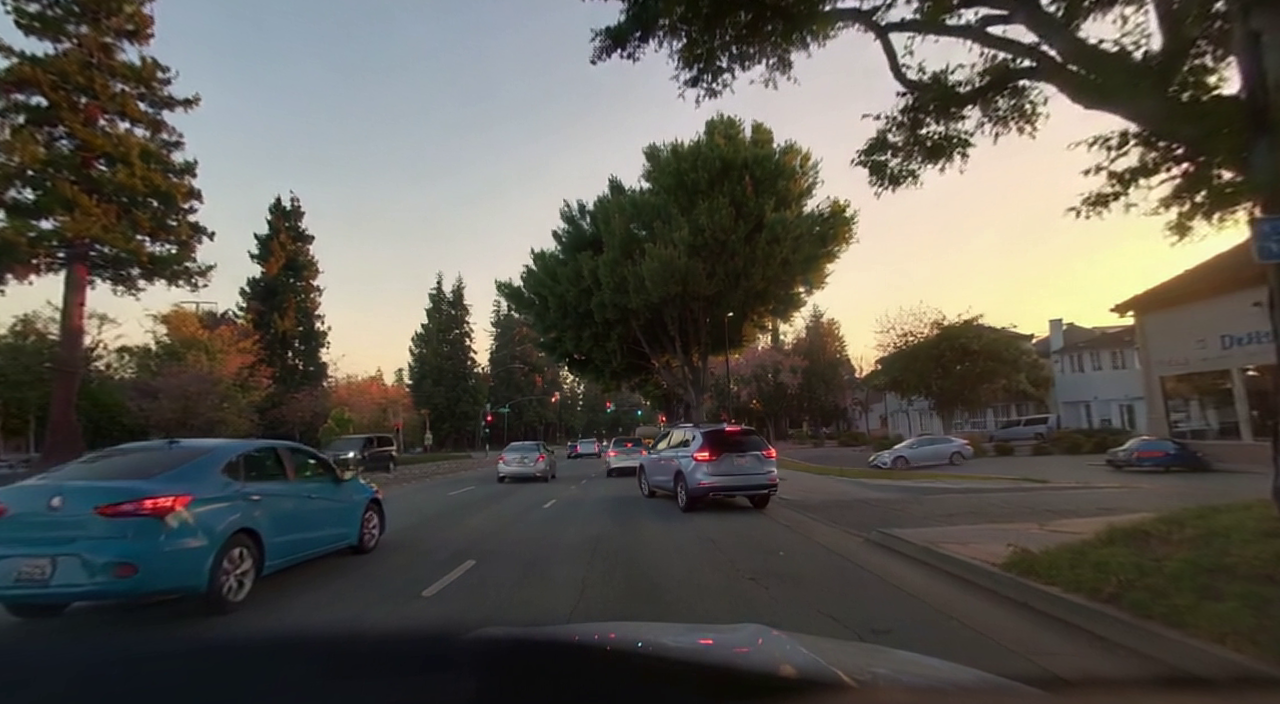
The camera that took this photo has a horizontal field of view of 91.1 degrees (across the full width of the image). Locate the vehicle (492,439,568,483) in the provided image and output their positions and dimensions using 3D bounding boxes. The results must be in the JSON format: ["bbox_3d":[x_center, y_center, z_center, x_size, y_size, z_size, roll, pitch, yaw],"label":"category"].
[{"bbox_3d":[-3.925,3.968,23.115,2.042,1.470,4.123,0,-8,0],"label":"vehicle"}]

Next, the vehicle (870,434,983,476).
[{"bbox_3d":[12.312,4.460,27.129,3.871,1.525,1.835,-3,-9,0],"label":"vehicle"}]

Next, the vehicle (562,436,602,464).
[{"bbox_3d":[-3.619,6.245,40.013,2.053,1.652,3.873,0,-8,2],"label":"vehicle"}]

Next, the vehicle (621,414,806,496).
[{"bbox_3d":[1.956,2.811,17.416,4.642,1.955,2.052,-6,-10,35],"label":"vehicle"}]

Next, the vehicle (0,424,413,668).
[{"bbox_3d":[-4.032,1.499,6.030,2.026,1.466,4.282,0,-8,1],"label":"vehicle"}]
